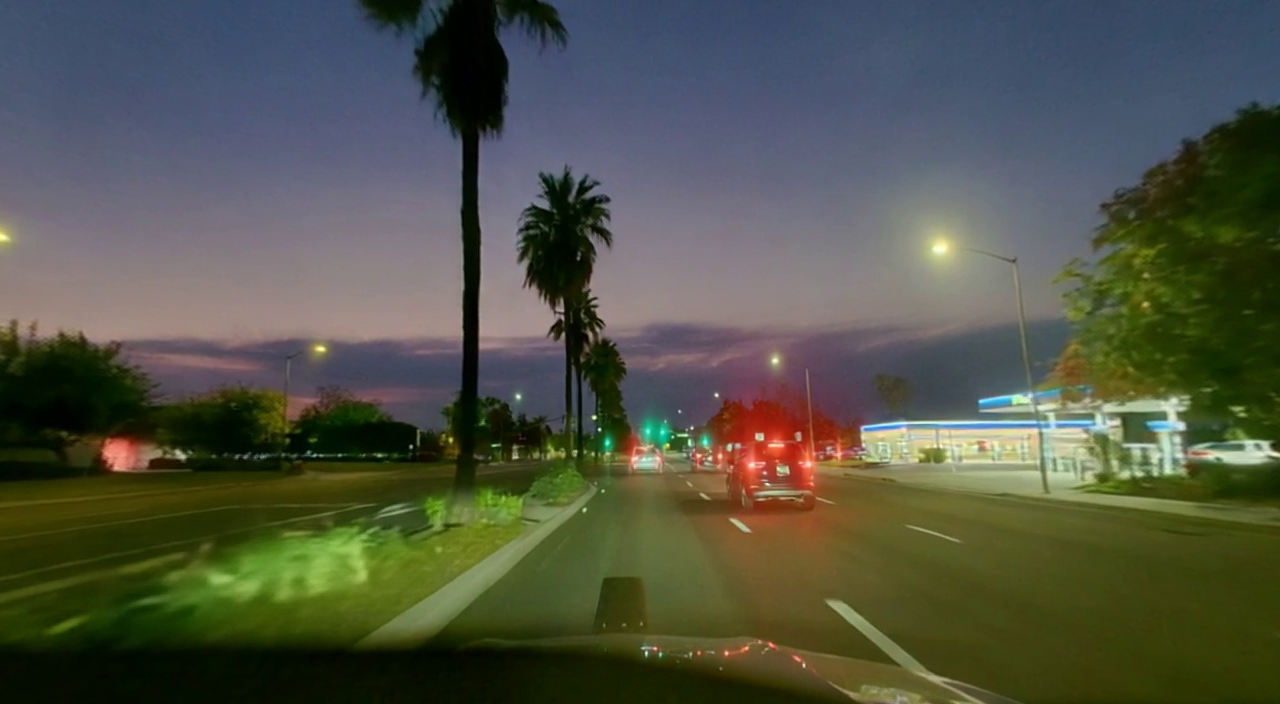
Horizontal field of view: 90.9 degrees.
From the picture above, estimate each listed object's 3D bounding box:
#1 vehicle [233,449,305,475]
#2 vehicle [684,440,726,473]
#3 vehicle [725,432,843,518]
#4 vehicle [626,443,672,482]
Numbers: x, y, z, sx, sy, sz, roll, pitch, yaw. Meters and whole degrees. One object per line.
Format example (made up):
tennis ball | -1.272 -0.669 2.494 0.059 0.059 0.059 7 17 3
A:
vehicle | -25.226 7.452 42.945 3.782 1.699 1.867 8 -12 -43
vehicle | 4.098 6.675 40.526 2.154 1.975 4.634 0 -8 -1
vehicle | 3.267 2.844 15.089 1.872 1.752 3.896 0 -8 0
vehicle | 0.400 5.120 29.502 1.991 1.664 3.814 0 -8 0
